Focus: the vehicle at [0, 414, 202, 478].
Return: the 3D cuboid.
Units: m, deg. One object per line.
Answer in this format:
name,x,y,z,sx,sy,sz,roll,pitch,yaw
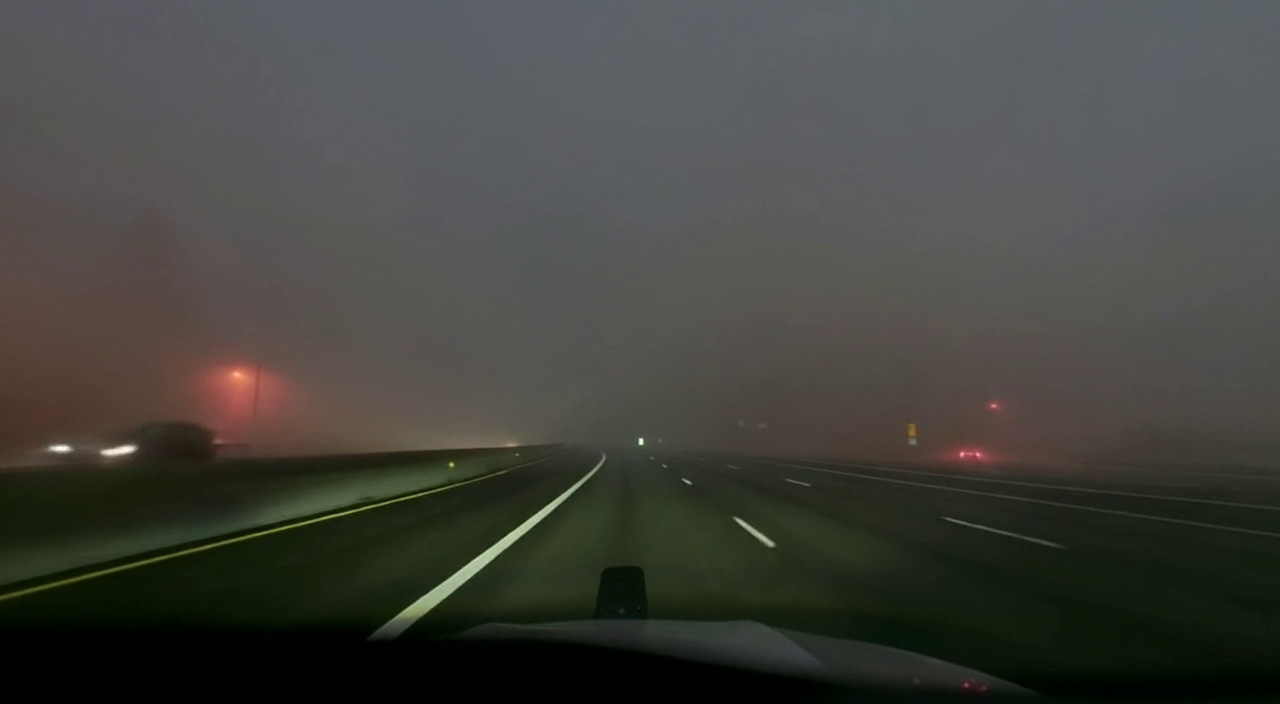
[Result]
vehicle,-16.008,2.853,19.163,2.065,1.686,4.572,0,-8,0
